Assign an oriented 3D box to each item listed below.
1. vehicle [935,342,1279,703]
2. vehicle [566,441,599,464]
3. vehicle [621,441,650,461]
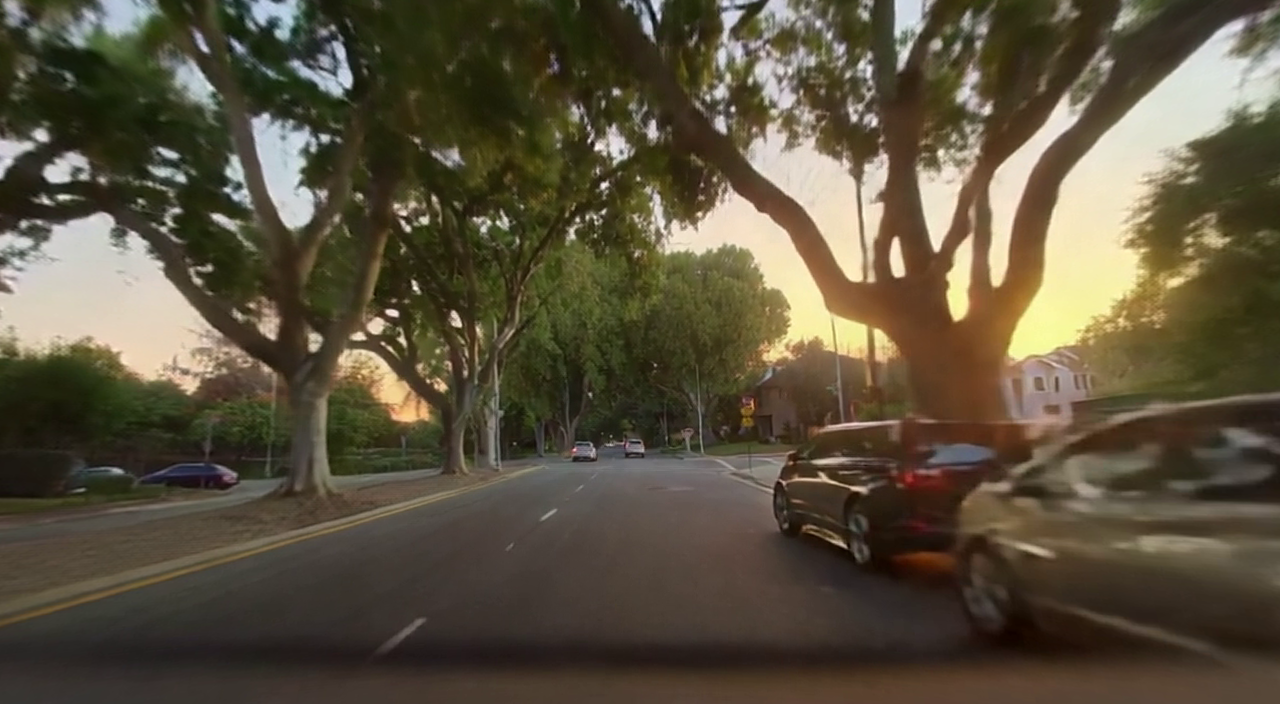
[{"bbox_3d":[3.538,0.912,2.892,2.113,1.760,4.432,0,-9,-1],"label":"vehicle"},{"bbox_3d":[-4.294,7.584,47.766,2.129,1.668,4.722,0,-9,0],"label":"vehicle"},{"bbox_3d":[-0.388,7.775,49.680,2.142,1.548,4.273,0,-9,-1],"label":"vehicle"}]
